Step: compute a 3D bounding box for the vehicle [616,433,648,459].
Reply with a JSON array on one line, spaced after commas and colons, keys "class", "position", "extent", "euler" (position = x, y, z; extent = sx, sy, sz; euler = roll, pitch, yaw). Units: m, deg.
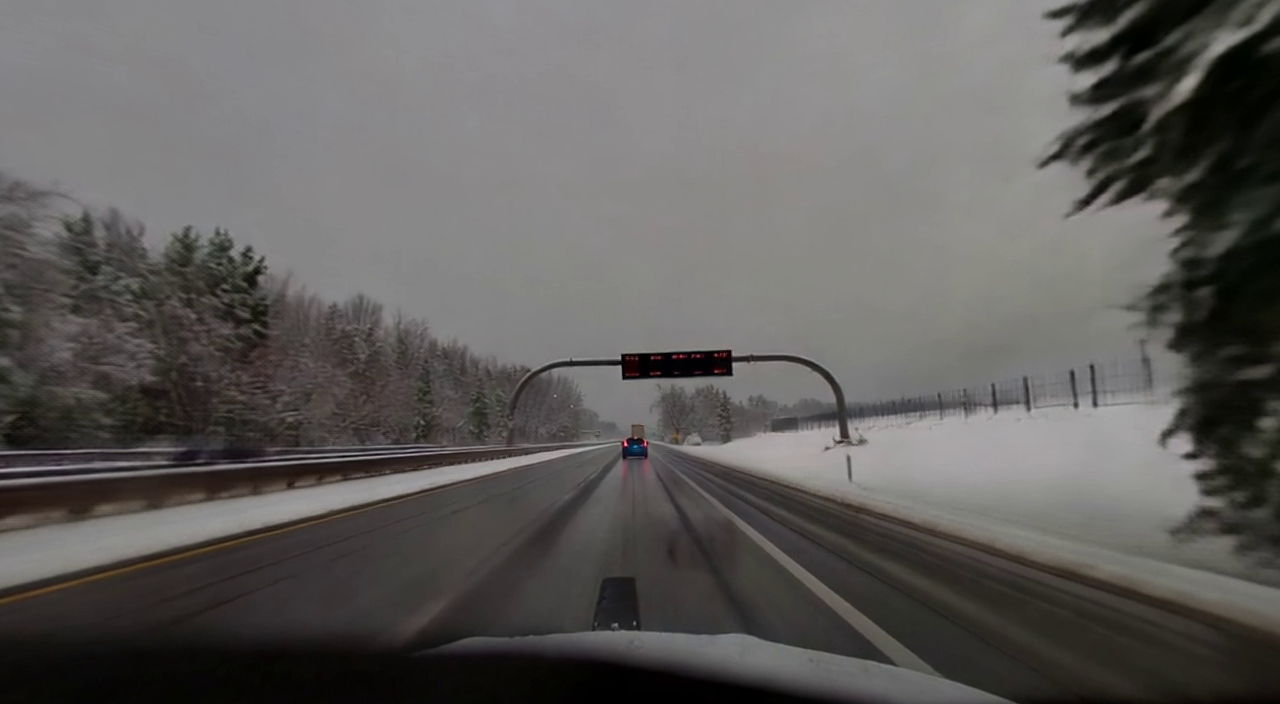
[{"class": "vehicle", "position": [-0.567, 6.684, 44.801], "extent": [2.180, 1.717, 4.139], "euler": [0, -8, -1]}]
